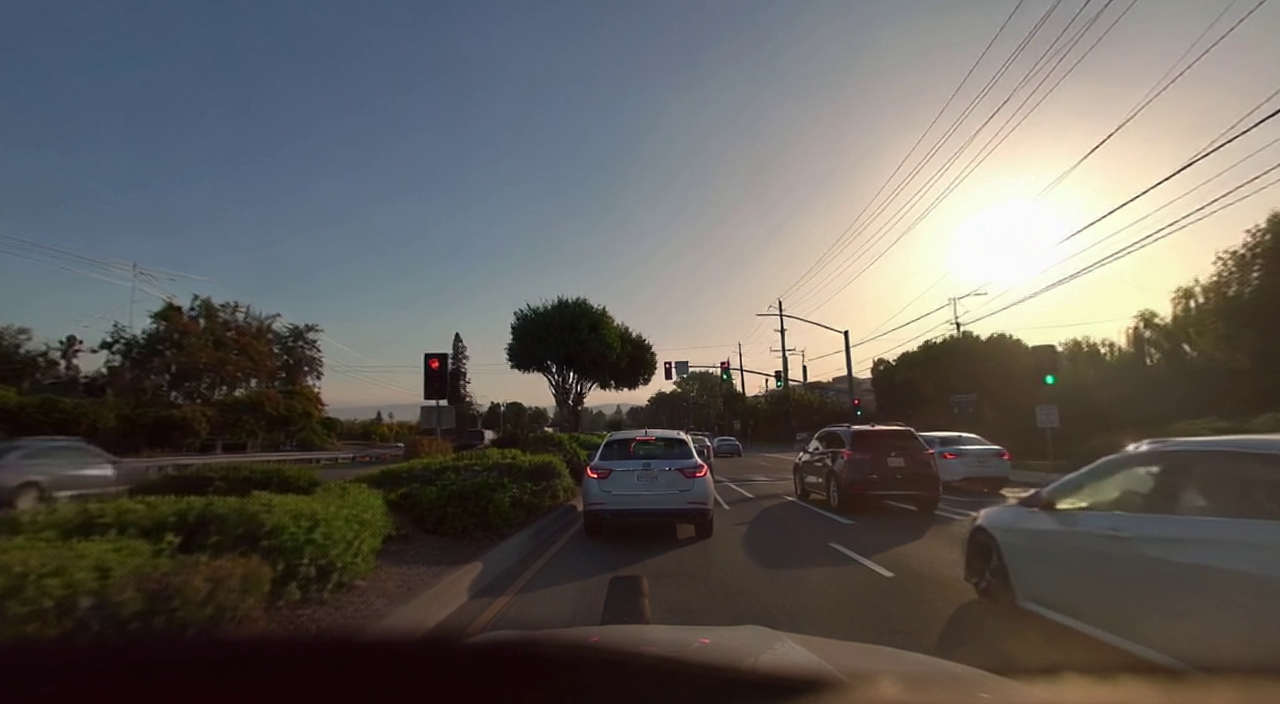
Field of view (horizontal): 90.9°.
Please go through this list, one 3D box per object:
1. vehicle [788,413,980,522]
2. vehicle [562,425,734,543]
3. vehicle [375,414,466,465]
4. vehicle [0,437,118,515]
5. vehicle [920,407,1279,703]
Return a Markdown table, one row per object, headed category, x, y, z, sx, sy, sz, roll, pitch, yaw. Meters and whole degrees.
| category | x | y | z | sx | sy | sz | roll | pitch | yaw |
| --- | --- | --- | --- | --- | --- | --- | --- | --- | --- |
| vehicle | 4.476 | 2.197 | 12.442 | 2.140 | 1.753 | 4.256 | 0 | -8 | 1 |
| vehicle | 0.128 | 2.030 | 10.354 | 2.208 | 1.498 | 4.401 | 0 | -8 | 1 |
| vehicle | -15.666 | 6.430 | 45.848 | 2.934 | 3.328 | 8.716 | -1 | -8 | 4 |
| vehicle | -17.556 | 3.265 | 16.703 | 2.262 | 1.967 | 5.814 | -1 | -8 | 3 |
| vehicle | 3.548 | 1.091 | 3.426 | 2.028 | 1.454 | 4.531 | 0 | -8 | 1 |
